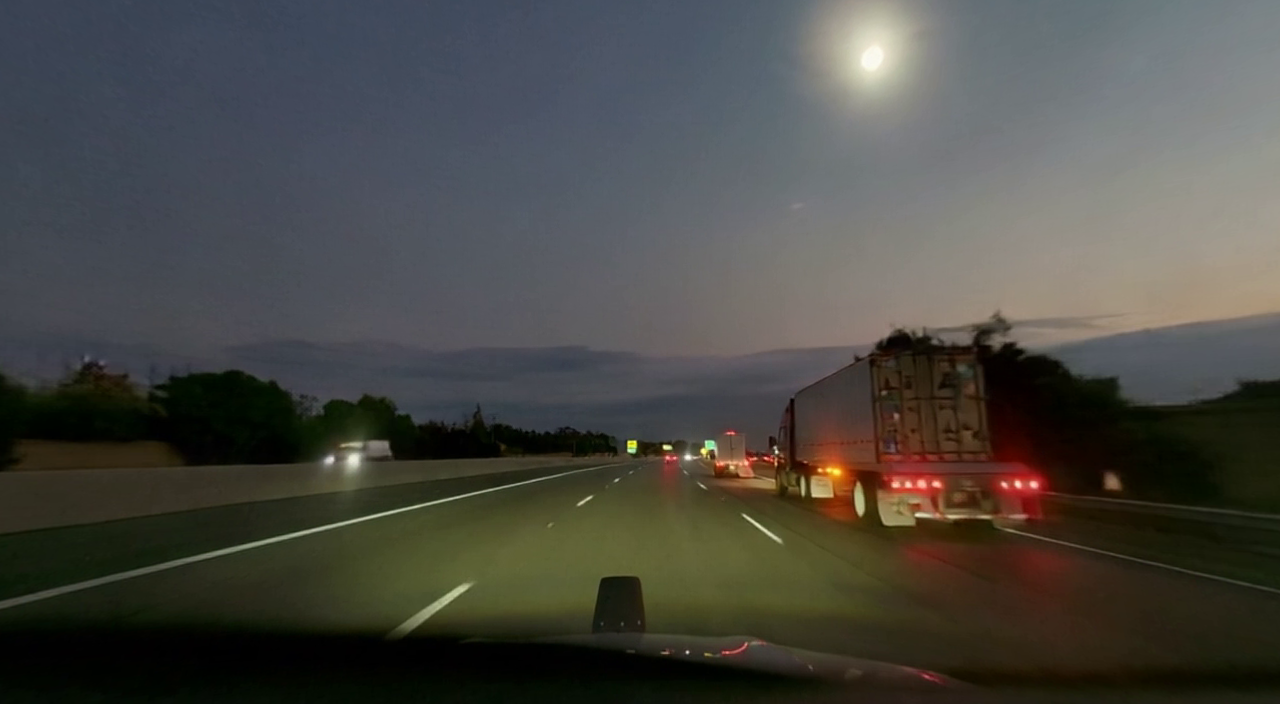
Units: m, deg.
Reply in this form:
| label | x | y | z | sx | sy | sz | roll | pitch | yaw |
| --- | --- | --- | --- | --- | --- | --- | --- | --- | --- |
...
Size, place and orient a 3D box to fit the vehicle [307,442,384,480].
| label | x | y | z | sx | sy | sz | roll | pitch | yaw |
| --- | --- | --- | --- | --- | --- | --- | --- | --- | --- |
| vehicle | -17.709 | 6.569 | 38.237 | 2.080 | 2.108 | 4.885 | -1 | -9 | 3 |
